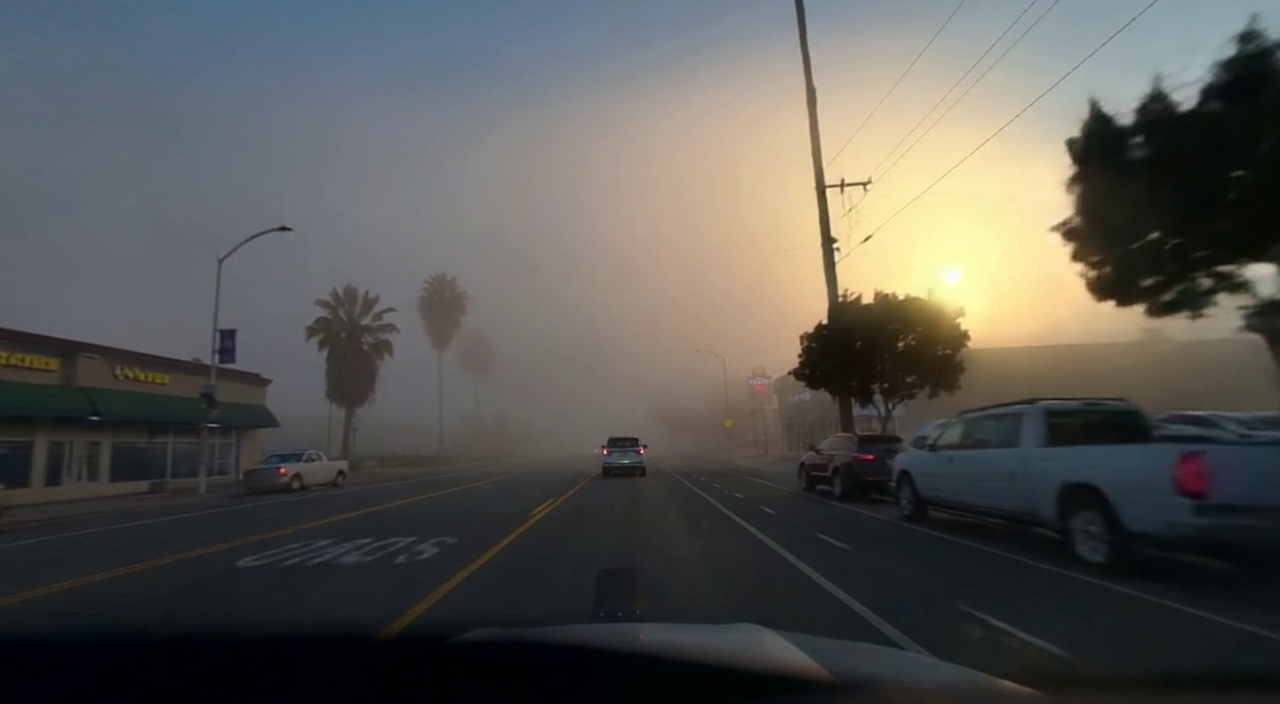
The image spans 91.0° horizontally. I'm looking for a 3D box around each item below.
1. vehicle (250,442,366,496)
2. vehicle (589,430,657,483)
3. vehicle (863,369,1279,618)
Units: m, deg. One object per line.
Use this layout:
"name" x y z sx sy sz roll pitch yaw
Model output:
"vehicle" -13.543 4.759 26.117 2.296 1.847 4.856 -4 -8 -1
"vehicle" -0.581 3.776 23.039 2.239 1.763 4.096 0 -8 -1
"vehicle" 5.450 1.599 8.236 2.568 1.974 6.203 2 -8 -2
